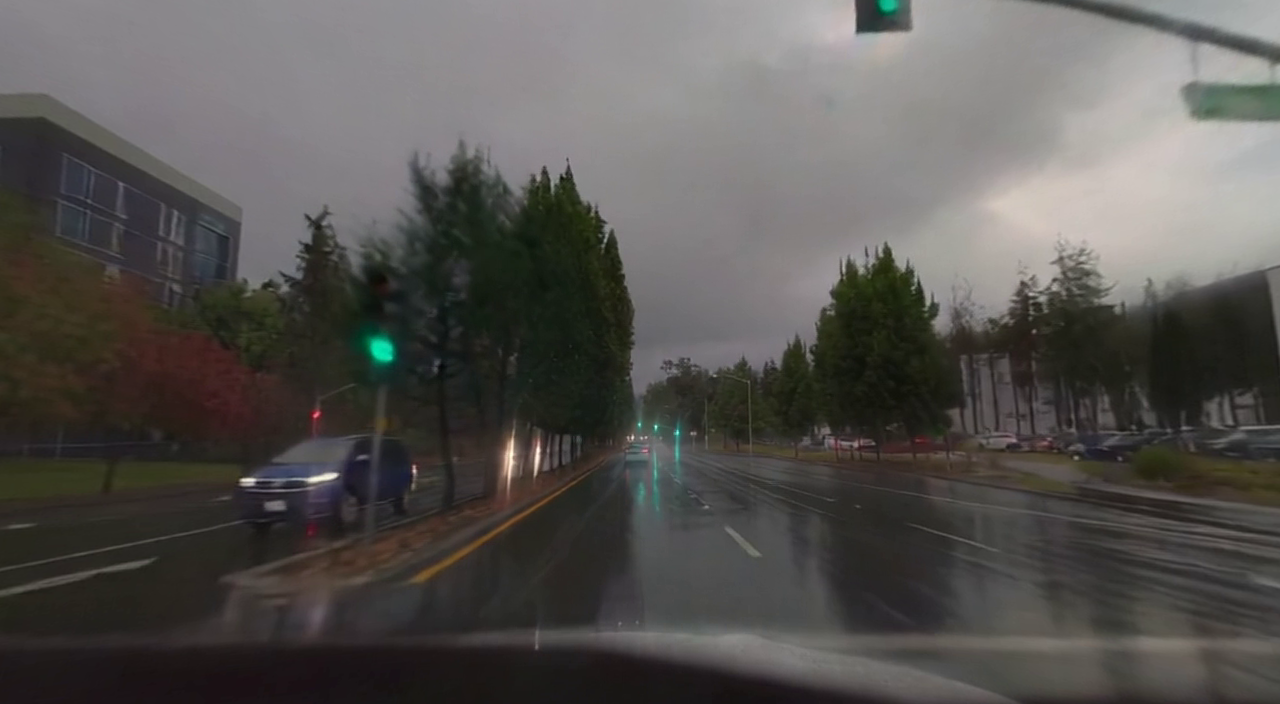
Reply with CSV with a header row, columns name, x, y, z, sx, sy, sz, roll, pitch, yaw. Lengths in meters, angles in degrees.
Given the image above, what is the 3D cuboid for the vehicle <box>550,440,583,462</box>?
name,x,y,z,sx,sy,sz,roll,pitch,yaw
vehicle,-5.495,7.493,47.601,1.939,1.608,3.924,0,-9,1

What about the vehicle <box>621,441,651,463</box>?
name,x,y,z,sx,sy,sz,roll,pitch,yaw
vehicle,-0.309,7.131,44.847,2.064,1.477,3.968,0,-9,-1

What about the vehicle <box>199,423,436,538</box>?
name,x,y,z,sx,sy,sz,roll,pitch,yaw
vehicle,-5.323,2.159,11.185,2.016,1.631,4.148,0,-9,-1
